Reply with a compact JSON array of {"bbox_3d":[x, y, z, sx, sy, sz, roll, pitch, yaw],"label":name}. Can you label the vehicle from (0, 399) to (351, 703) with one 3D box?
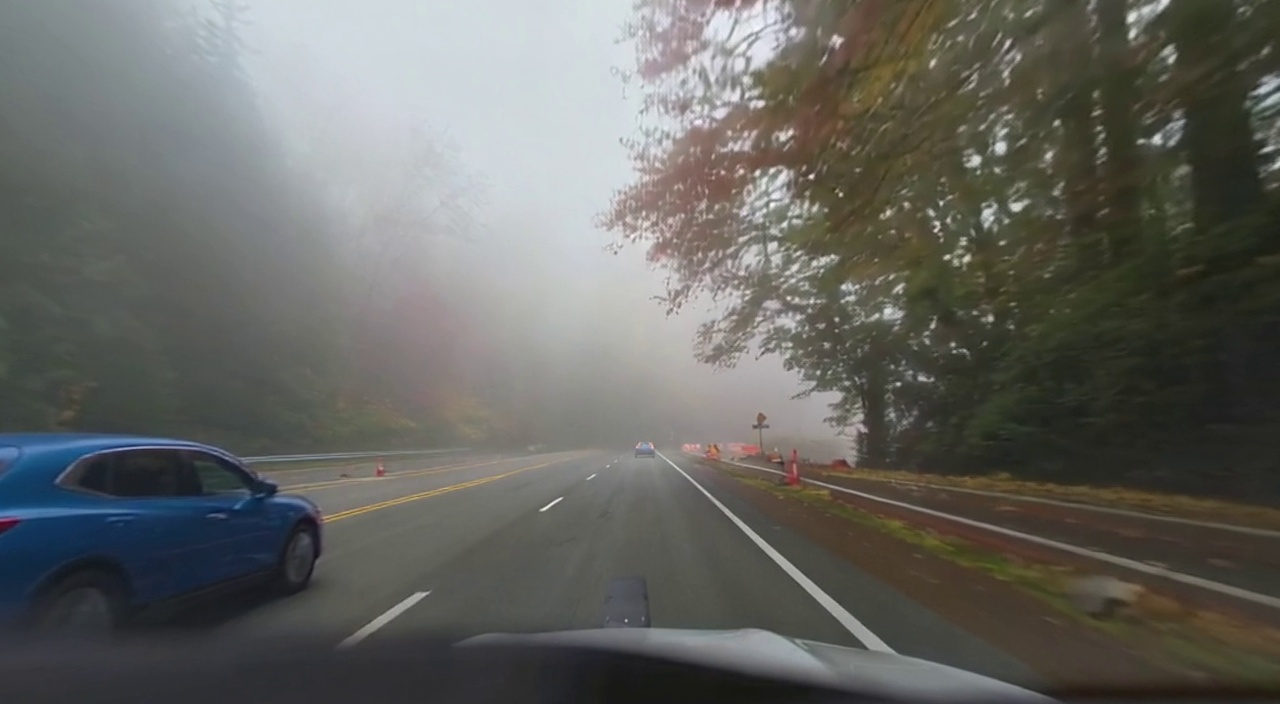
[{"bbox_3d":[-3.846,1.157,4.112,1.902,1.505,4.016,0,-8,1],"label":"vehicle"}]
